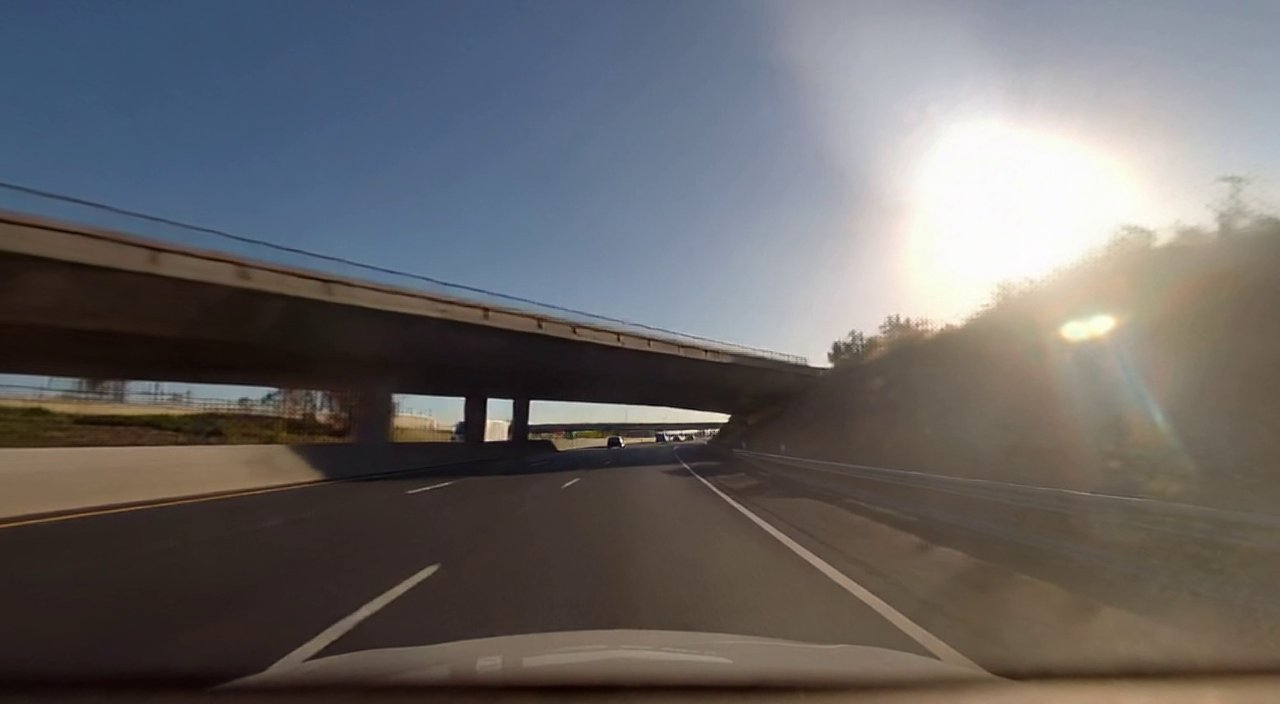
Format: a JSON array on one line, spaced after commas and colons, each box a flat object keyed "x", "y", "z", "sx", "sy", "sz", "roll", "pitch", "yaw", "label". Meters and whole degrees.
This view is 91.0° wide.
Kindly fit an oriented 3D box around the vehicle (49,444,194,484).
[{"x": -21.695, "y": 4.663, "z": 26.682, "sx": 1.944, "sy": 1.514, "sz": 4.841, "roll": 0, "pitch": -8, "yaw": 2, "label": "vehicle"}]
